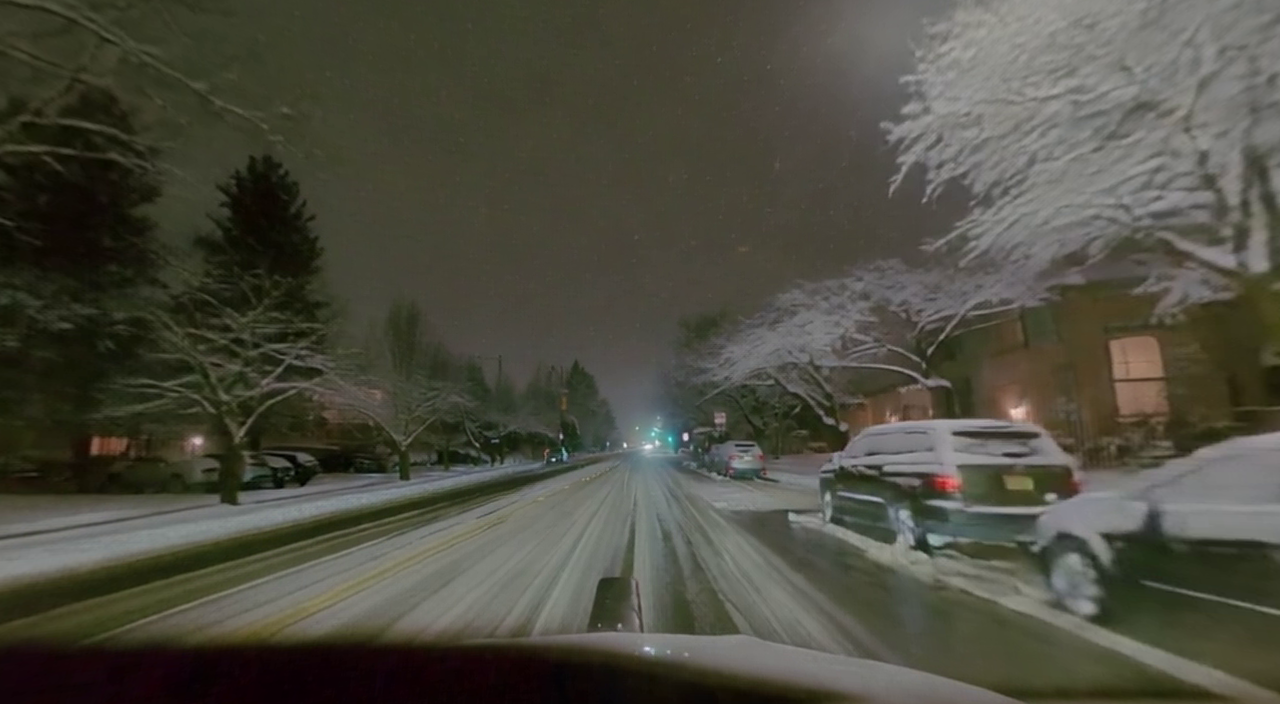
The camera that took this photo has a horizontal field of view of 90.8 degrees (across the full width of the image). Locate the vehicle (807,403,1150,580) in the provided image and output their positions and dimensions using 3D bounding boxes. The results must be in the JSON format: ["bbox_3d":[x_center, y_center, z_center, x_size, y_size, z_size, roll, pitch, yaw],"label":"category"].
[{"bbox_3d":[3.935,1.700,8.469,2.104,1.726,4.288,0,-8,-1],"label":"vehicle"}]

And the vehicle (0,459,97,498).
[{"bbox_3d":[-26.404,5.405,27.097,4.376,1.523,1.781,5,-10,-32],"label":"vehicle"}]

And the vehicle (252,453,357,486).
[{"bbox_3d":[-15.866,5.528,29.907,4.181,1.467,1.851,-3,-9,16],"label":"vehicle"}]

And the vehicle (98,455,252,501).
[{"bbox_3d":[-16.209,4.344,22.066,4.491,1.455,1.959,-3,-9,18],"label":"vehicle"}]

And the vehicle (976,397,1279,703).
[{"bbox_3d":[4.055,0.991,3.121,1.933,1.528,5.006,0,-8,-1],"label":"vehicle"}]

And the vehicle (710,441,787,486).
[{"bbox_3d":[4.076,4.281,24.663,1.952,1.538,5.215,0,-8,-1],"label":"vehicle"}]
